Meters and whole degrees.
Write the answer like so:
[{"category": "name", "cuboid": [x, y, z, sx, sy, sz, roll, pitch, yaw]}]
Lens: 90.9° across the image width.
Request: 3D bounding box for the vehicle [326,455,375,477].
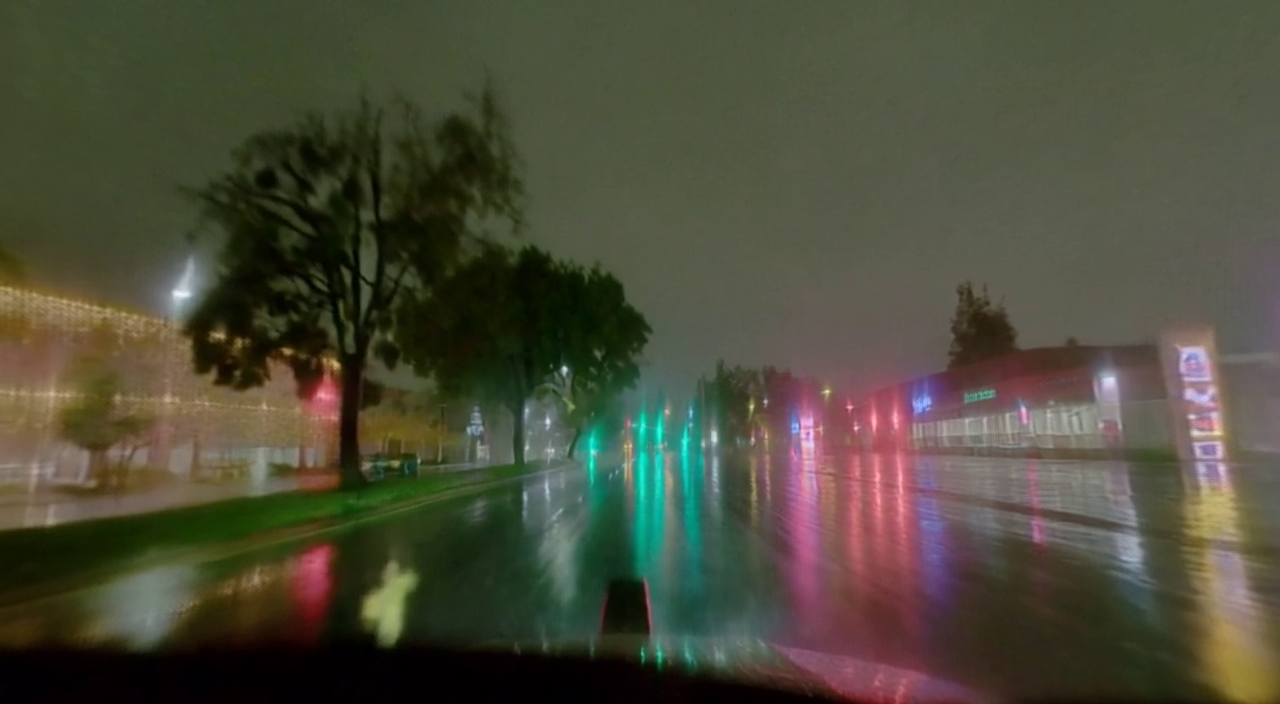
[{"category": "vehicle", "cuboid": [-21.875, 8.592, 47.803, 1.883, 1.546, 3.930, 0, -8, -1]}]
